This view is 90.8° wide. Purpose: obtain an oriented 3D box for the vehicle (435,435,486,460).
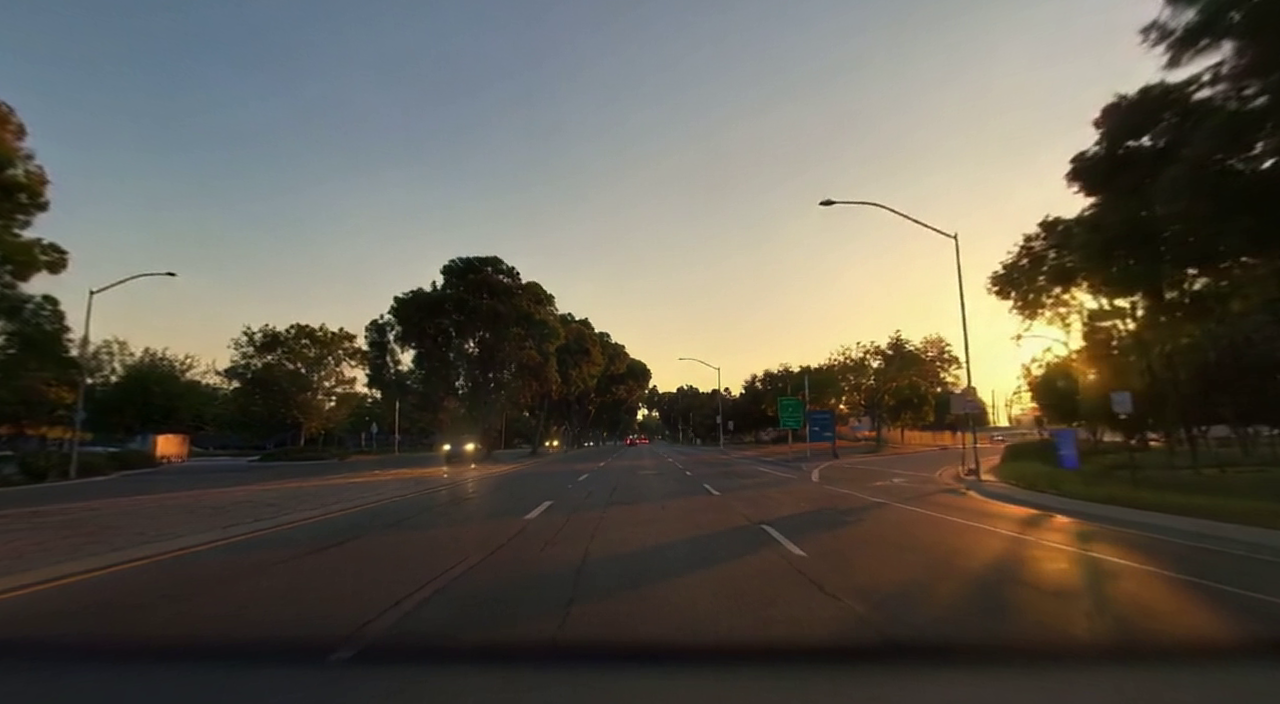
[{"bbox_3d":[-12.924,6.917,45.837,2.156,1.728,4.968,0,-9,1],"label":"vehicle"}]
